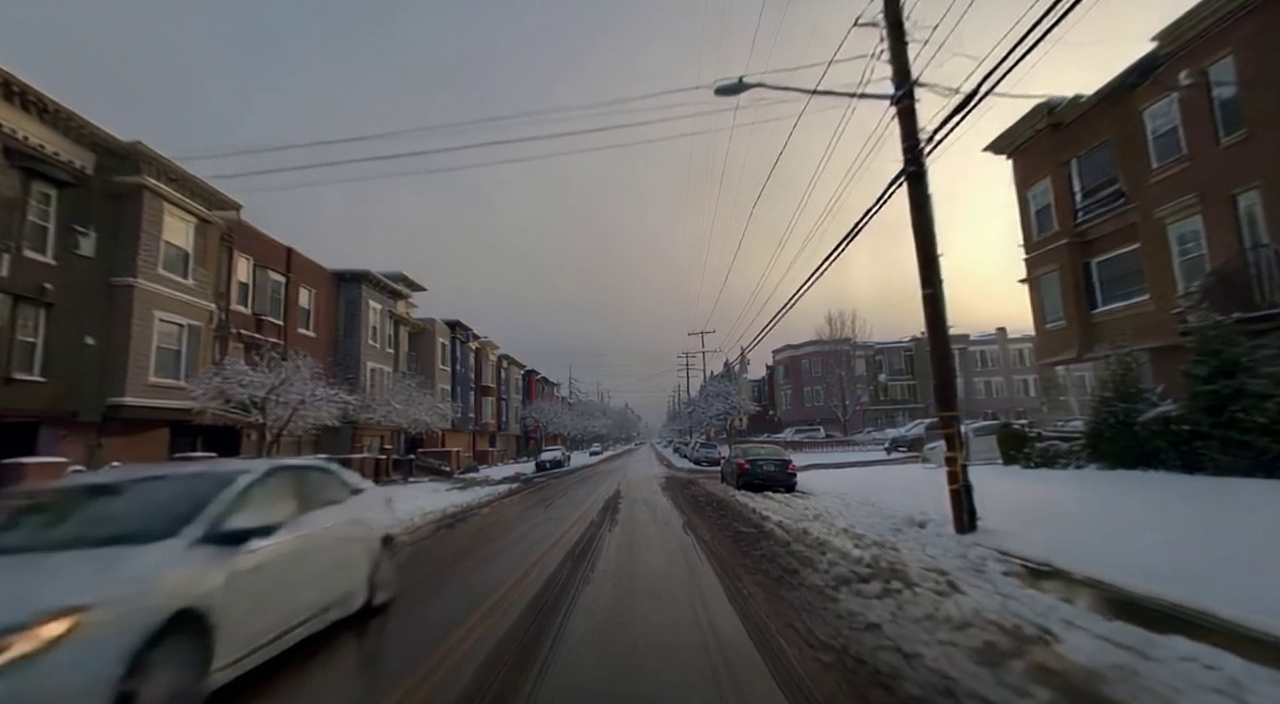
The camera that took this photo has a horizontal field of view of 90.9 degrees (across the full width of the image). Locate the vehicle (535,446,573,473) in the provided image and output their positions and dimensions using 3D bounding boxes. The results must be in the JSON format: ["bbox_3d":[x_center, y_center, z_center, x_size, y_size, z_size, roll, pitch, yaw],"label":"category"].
[{"bbox_3d":[-5.849,7.358,43.403,1.913,1.672,4.267,-1,-8,1],"label":"vehicle"}]

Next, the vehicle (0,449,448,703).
[{"bbox_3d":[-3.100,1.475,4.545,2.052,1.483,4.276,-1,-8,1],"label":"vehicle"}]

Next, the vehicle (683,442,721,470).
[{"bbox_3d":[3.794,6.395,38.997,1.914,1.591,3.892,0,-8,0],"label":"vehicle"}]

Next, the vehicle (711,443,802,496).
[{"bbox_3d":[3.530,3.623,20.010,1.928,1.440,4.738,0,-8,0],"label":"vehicle"}]

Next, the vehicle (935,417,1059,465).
[{"bbox_3d":[12.852,3.276,23.083,1.997,1.546,4.370,-1,-9,1],"label":"vehicle"}]

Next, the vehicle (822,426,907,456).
[{"bbox_3d":[13.263,5.310,37.606,1.897,1.659,4.648,4,-9,-28],"label":"vehicle"}]

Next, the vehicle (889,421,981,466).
[{"bbox_3d":[10.600,3.313,22.947,1.801,1.491,3.488,-1,-8,4],"label":"vehicle"}]
